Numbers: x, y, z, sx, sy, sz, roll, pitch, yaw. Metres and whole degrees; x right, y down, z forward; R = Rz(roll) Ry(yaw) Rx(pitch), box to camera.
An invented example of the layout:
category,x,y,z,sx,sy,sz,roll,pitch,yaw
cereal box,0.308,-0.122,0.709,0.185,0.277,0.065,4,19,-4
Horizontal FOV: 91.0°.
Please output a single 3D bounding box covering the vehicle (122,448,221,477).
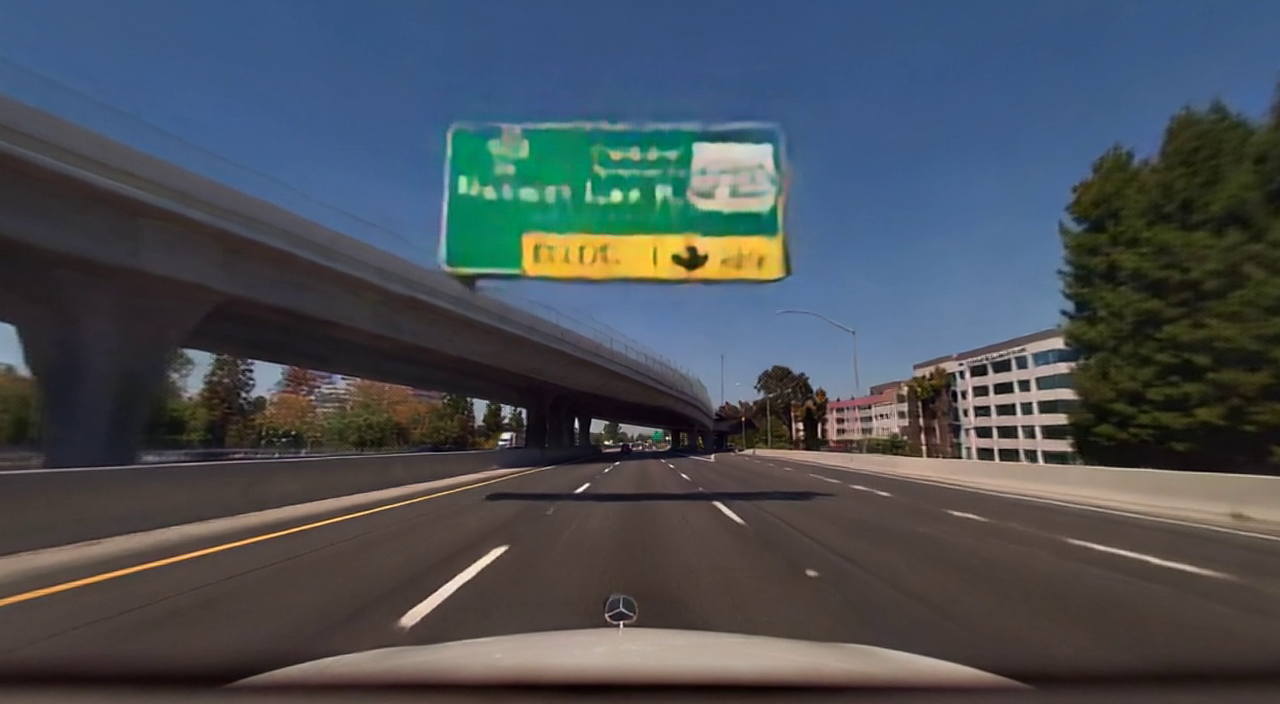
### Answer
category,x,y,z,sx,sy,sz,roll,pitch,yaw
vehicle,-26.130,6.145,35.363,1.881,1.496,4.560,0,-9,3
